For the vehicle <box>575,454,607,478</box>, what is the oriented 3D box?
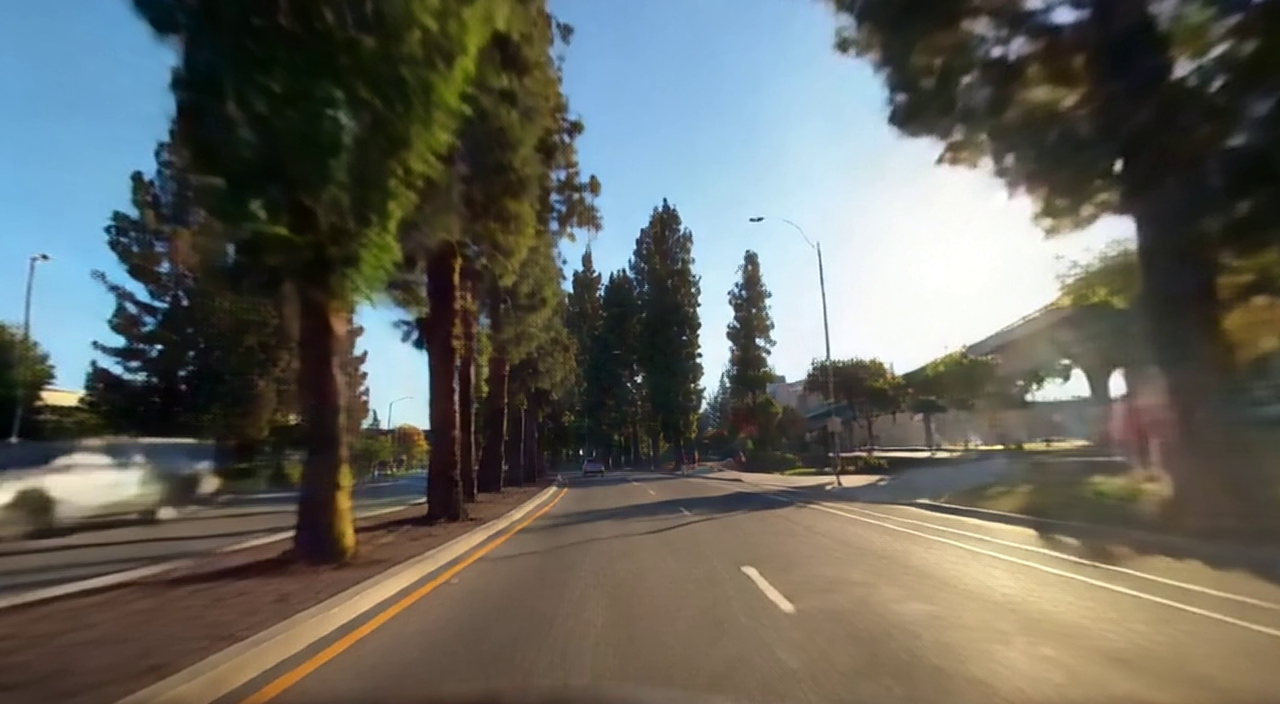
[{"bbox_3d":[-3.860,8.851,49.204,2.184,1.713,4.231,1,-9,-9],"label":"vehicle"}]
